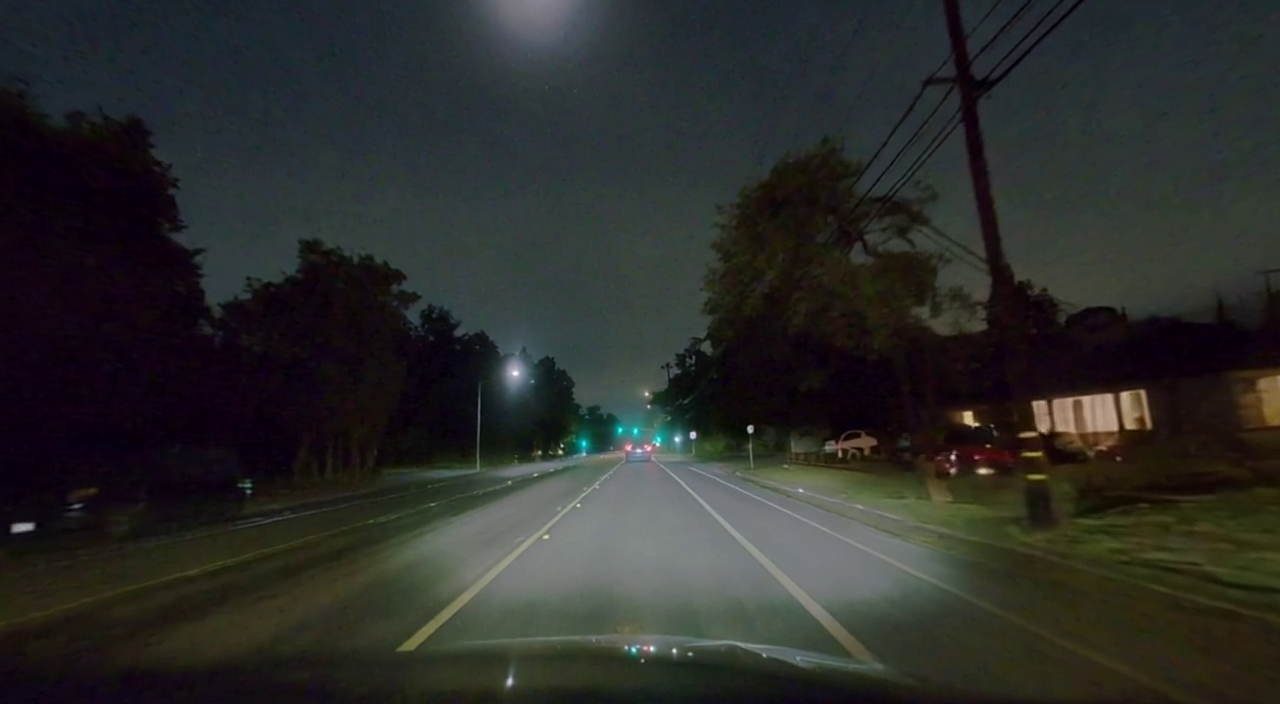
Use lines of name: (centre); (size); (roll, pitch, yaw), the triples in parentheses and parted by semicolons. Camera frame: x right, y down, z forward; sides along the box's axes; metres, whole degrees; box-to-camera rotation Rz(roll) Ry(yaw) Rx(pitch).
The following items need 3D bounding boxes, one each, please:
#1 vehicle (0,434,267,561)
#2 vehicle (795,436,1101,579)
vehicle: (-10.939, 3.017, 13.960); (2.111, 2.050, 5.328); (-7, -8, 0)
vehicle: (3.919, 2.030, 9.182); (2.167, 1.535, 4.464); (0, -8, 0)
